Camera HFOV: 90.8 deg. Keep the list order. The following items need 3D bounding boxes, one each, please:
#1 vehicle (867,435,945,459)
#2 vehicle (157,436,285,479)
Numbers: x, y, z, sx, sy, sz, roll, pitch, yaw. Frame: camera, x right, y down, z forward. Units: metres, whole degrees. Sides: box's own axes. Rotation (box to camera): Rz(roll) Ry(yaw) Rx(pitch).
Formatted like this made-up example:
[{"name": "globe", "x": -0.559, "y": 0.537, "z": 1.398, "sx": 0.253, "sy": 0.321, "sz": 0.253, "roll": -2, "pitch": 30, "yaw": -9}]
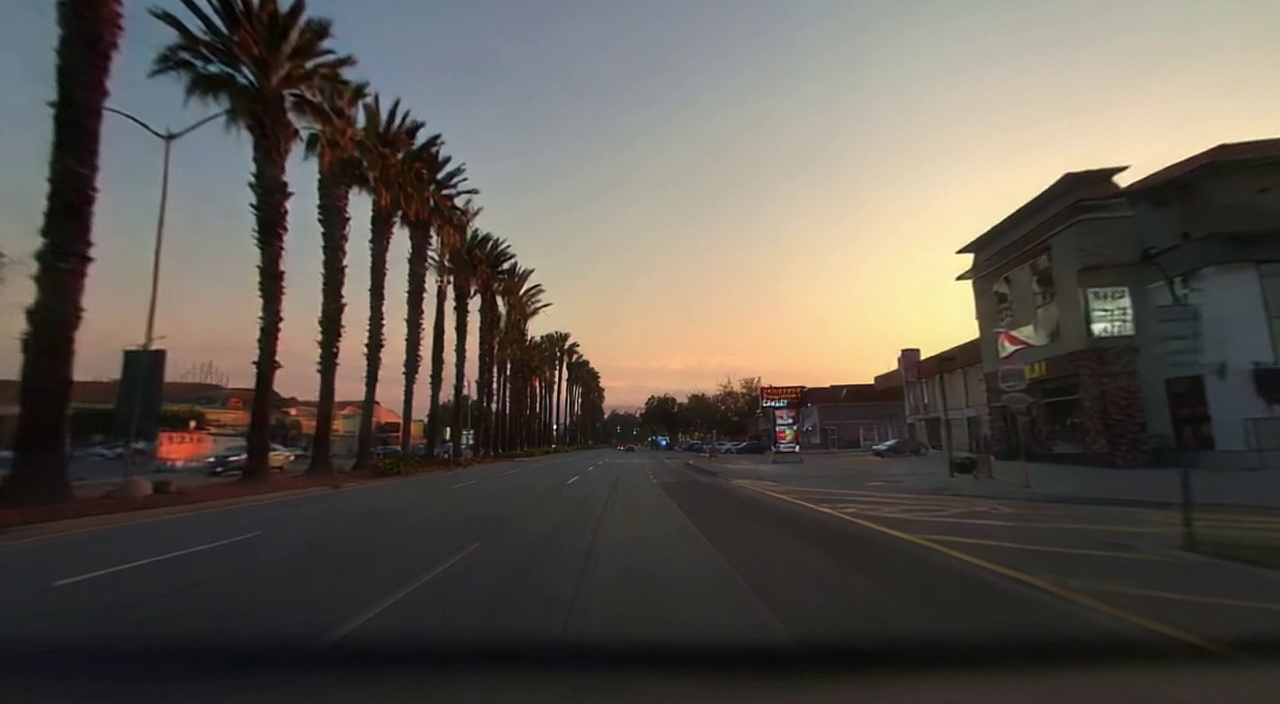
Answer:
[{"name": "vehicle", "x": 18.813, "y": 6.704, "z": 44.780, "sx": 4.552, "sy": 1.649, "sz": 2.187, "roll": 0, "pitch": -8, "yaw": -4}, {"name": "vehicle", "x": -20.120, "y": 5.059, "z": 30.799, "sx": 2.226, "sy": 1.860, "sz": 5.857, "roll": 0, "pitch": -8, "yaw": 0}]
